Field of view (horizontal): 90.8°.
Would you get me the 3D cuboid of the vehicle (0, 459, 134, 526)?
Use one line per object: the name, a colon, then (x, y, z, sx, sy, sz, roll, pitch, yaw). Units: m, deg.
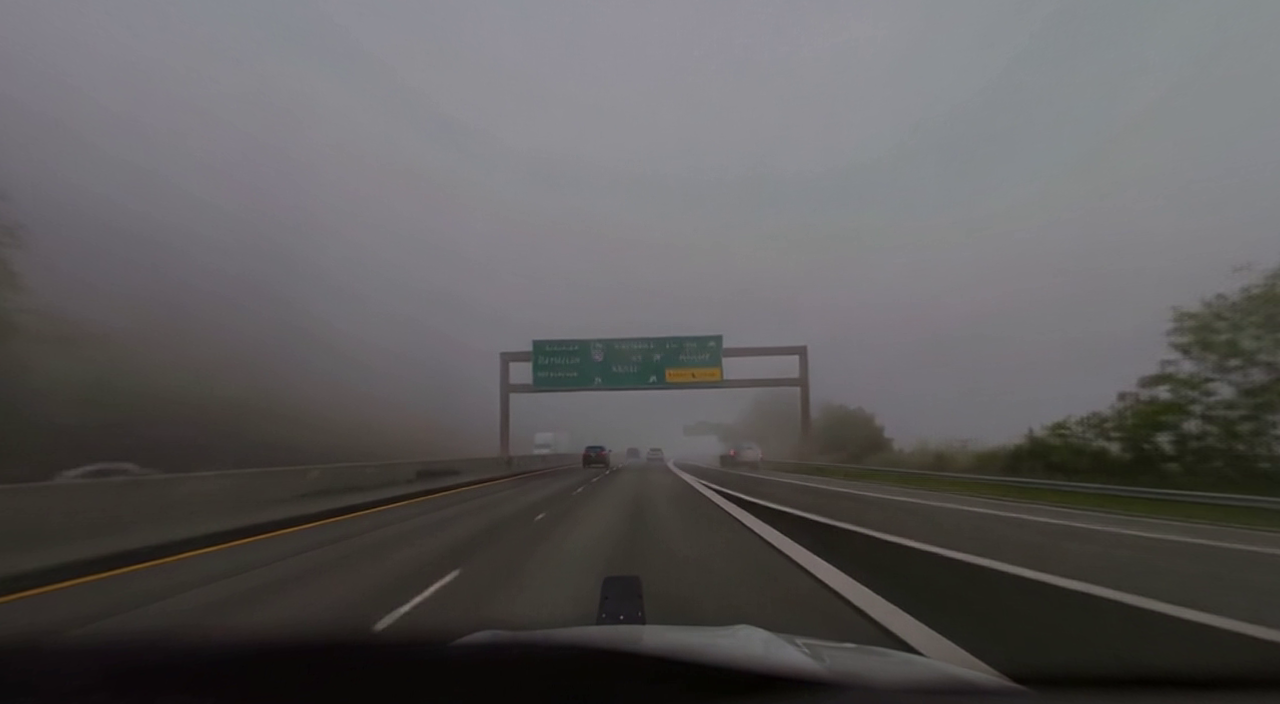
vehicle: (-15.850, 3.577, 16.368, 1.861, 1.466, 4.266, 0, -9, 0)

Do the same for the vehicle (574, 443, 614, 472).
vehicle: (-2.763, 6.456, 38.824, 2.037, 1.638, 4.274, 0, -9, 1)

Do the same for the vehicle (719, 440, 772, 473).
vehicle: (5.601, 5.599, 34.049, 2.021, 1.639, 4.203, 0, -9, -2)
